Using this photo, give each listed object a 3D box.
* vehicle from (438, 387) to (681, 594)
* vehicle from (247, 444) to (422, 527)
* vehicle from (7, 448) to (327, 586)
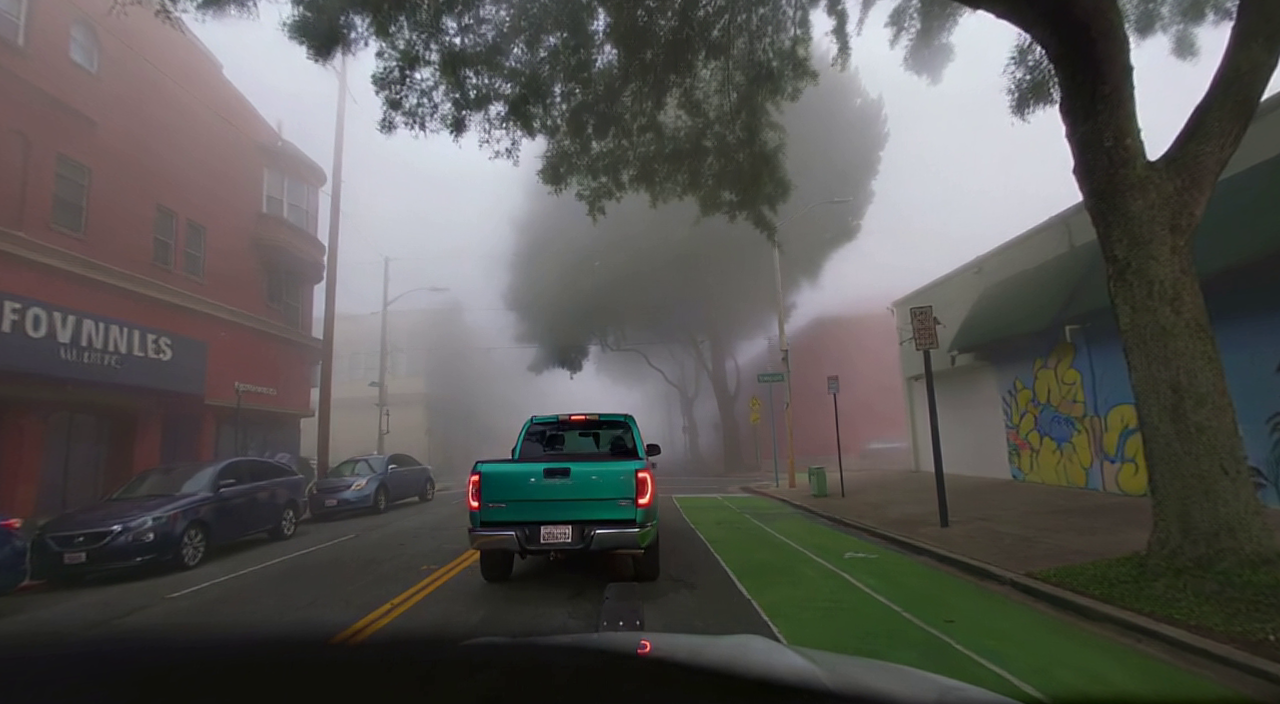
[{"bbox_3d":[-0.713,1.606,8.157,2.215,1.882,4.611,0,-8,1],"label":"vehicle"},{"bbox_3d":[-7.394,3.230,16.058,1.884,1.730,5.076,0,-8,0],"label":"vehicle"},{"bbox_3d":[-7.169,2.453,10.374,1.882,1.686,4.489,0,-8,-2],"label":"vehicle"}]
